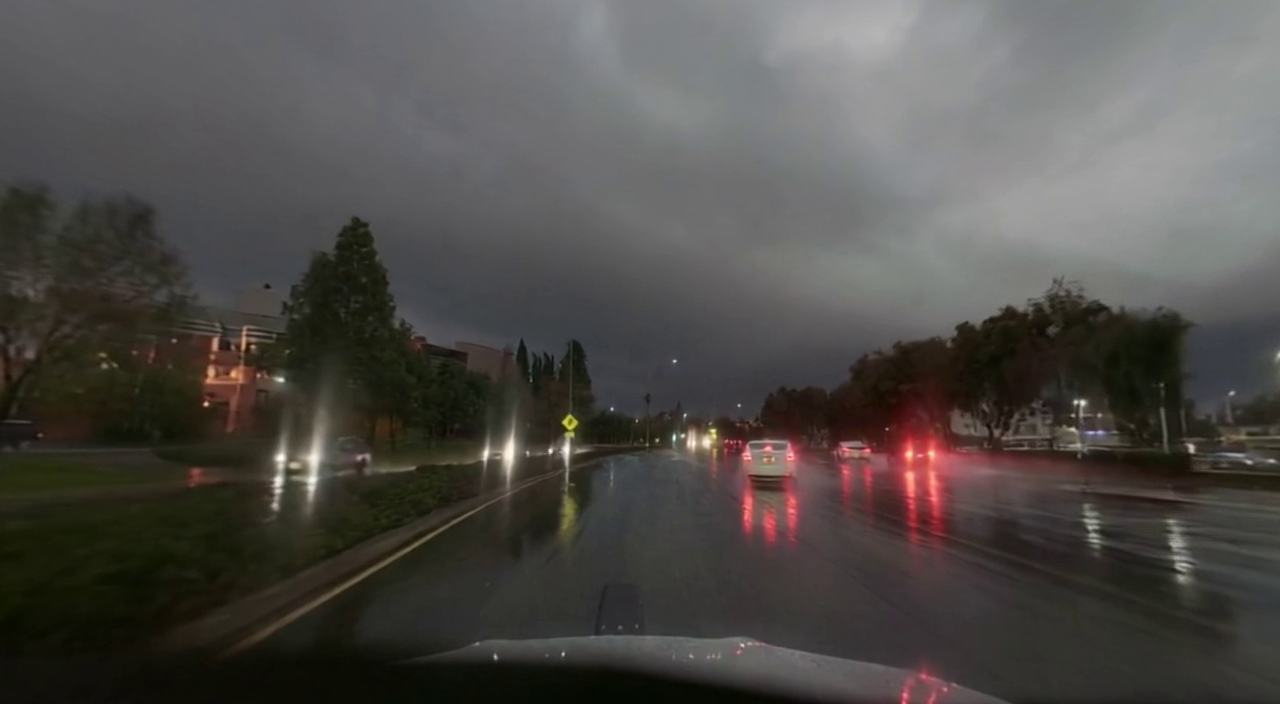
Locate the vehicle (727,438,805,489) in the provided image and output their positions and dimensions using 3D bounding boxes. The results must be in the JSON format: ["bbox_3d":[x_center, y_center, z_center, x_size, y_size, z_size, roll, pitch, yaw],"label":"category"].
[{"bbox_3d":[4.343,3.893,22.389,2.145,1.603,4.369,0,-9,4],"label":"vehicle"}]

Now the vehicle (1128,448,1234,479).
[{"bbox_3d":[27.328,5.593,31.825,4.327,1.466,1.787,2,-8,-14],"label":"vehicle"}]

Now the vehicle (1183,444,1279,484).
[{"bbox_3d":[28.096,5.151,29.310,4.544,1.677,1.963,2,-7,-16],"label":"vehicle"}]

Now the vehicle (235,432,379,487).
[{"bbox_3d":[-10.592,3.446,20.516,1.990,1.581,4.706,0,-9,2],"label":"vehicle"}]

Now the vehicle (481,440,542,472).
[{"bbox_3d":[-6.870,5.595,34.084,1.873,1.625,4.104,-1,-9,8],"label":"vehicle"}]

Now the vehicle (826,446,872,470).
[{"bbox_3d":[13.713,6.947,41.485,1.928,1.488,4.361,-1,-9,5],"label":"vehicle"}]
